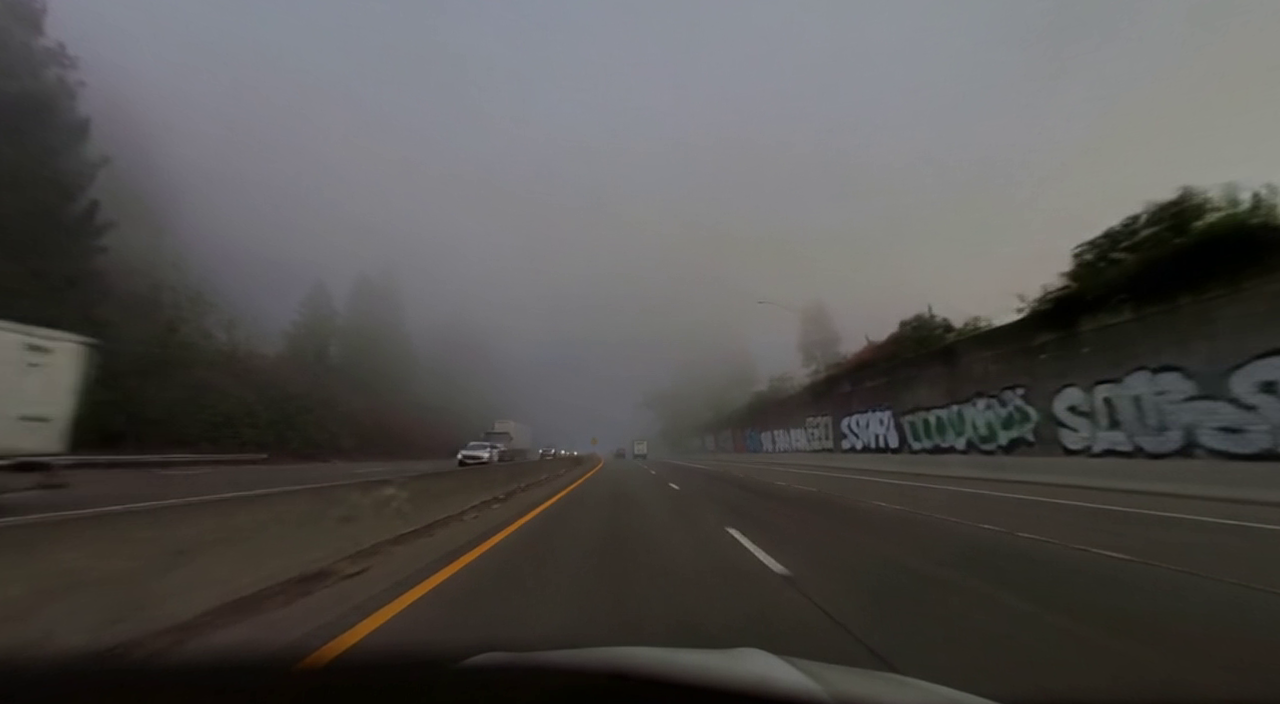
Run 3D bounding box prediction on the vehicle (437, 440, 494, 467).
[{"bbox_3d":[-10.006,5.868,36.272,2.171,1.486,3.977,0,-9,-1],"label":"vehicle"}]
